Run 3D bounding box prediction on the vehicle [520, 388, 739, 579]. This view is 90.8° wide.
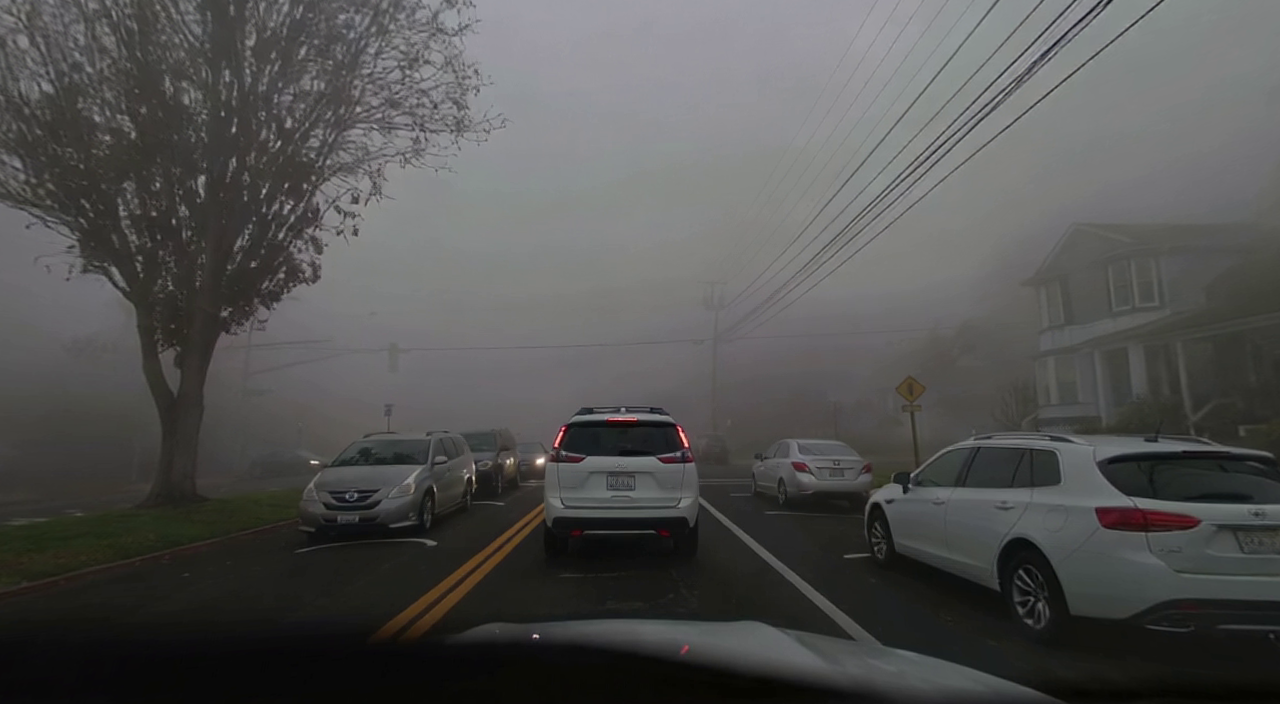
[{"bbox_3d":[-0.213,1.609,8.465,2.164,1.867,4.254,0,-8,-3],"label":"vehicle"}]

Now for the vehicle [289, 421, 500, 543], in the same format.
[{"bbox_3d":[-3.715,2.029,10.533,1.864,1.576,4.324,0,-8,-2],"label":"vehicle"}]

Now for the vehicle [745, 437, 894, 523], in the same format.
[{"bbox_3d":[3.468,2.525,13.048,1.880,1.476,3.932,0,-8,-1],"label":"vehicle"}]

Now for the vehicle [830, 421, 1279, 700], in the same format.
[{"bbox_3d":[3.478,1.461,5.769,1.977,1.480,4.589,0,-8,-1],"label":"vehicle"}]
